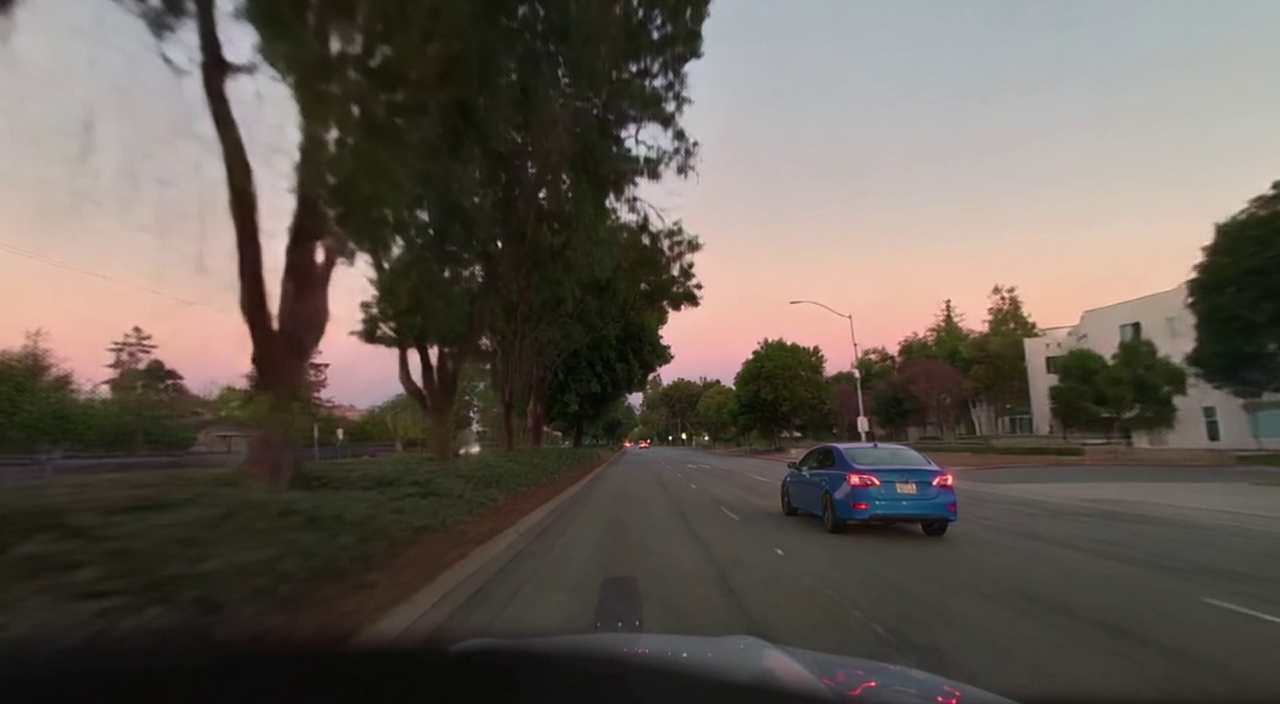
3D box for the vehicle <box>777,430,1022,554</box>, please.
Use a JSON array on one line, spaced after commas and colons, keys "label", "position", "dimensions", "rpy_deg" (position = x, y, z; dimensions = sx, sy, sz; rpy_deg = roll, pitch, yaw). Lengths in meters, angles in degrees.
[{"label": "vehicle", "position": [3.612, 2.009, 9.836], "dimensions": [1.950, 1.473, 4.259], "rpy_deg": [0, -8, -1]}]
